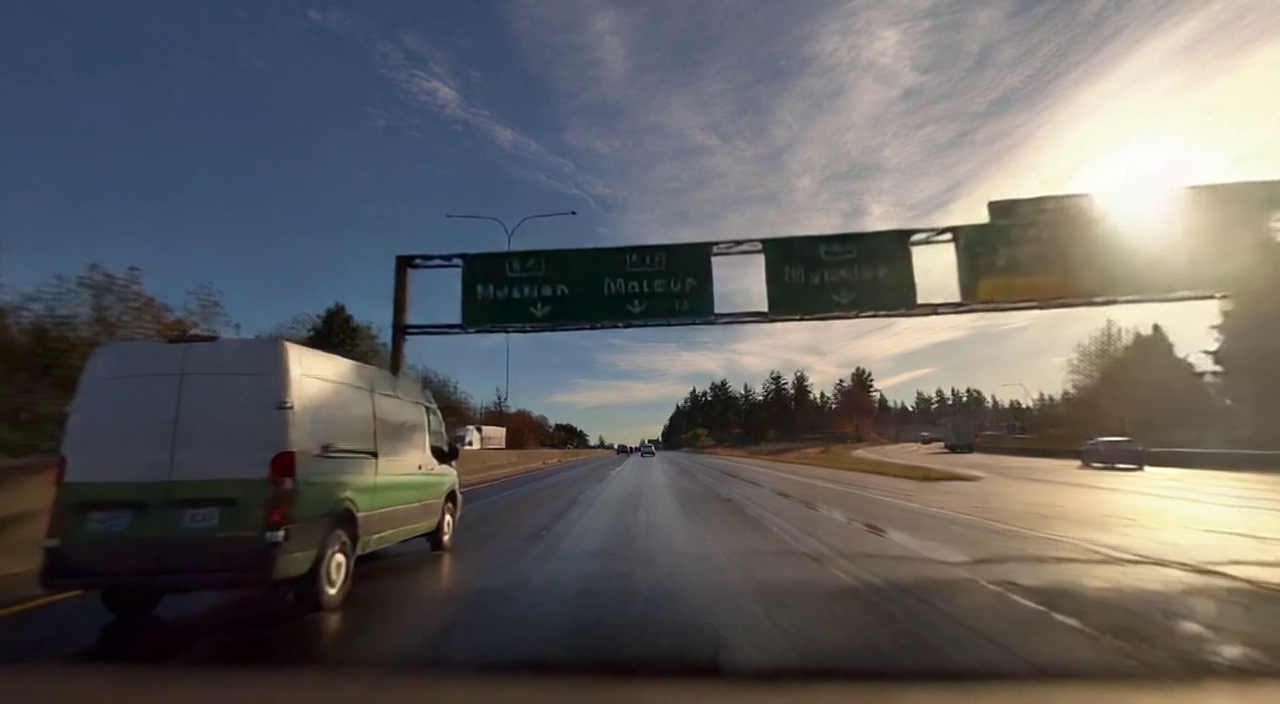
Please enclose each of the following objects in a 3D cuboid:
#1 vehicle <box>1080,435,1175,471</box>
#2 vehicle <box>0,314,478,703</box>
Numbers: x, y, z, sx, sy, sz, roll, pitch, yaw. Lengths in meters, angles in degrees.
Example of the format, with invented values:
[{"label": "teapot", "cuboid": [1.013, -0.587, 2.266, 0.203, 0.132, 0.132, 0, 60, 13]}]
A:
[{"label": "vehicle", "cuboid": [21.573, 4.476, 28.018, 1.859, 1.498, 3.547, -2, -8, 12]}, {"label": "vehicle", "cuboid": [-3.249, 1.121, 5.619, 2.281, 2.025, 4.586, 0, -8, 1]}]
